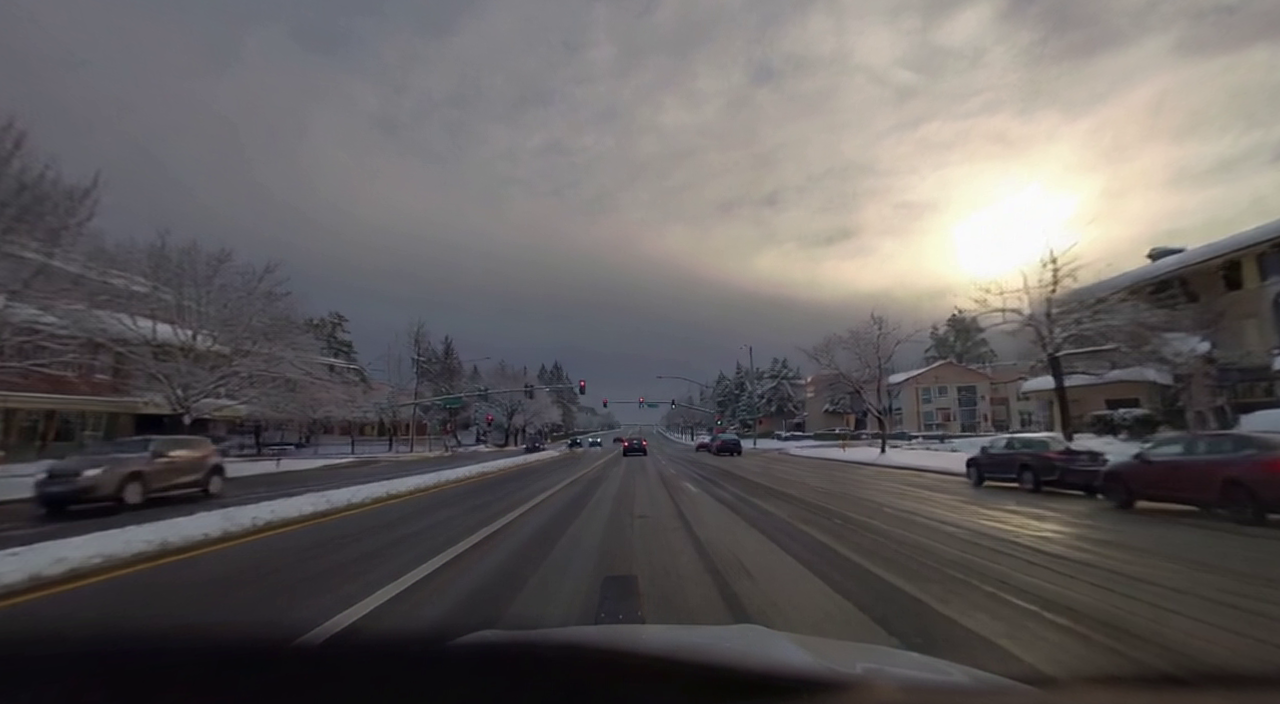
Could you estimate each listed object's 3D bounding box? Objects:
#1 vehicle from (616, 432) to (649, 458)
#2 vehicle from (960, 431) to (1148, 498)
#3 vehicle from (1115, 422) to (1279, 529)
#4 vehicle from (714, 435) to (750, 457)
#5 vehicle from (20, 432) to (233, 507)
[{"bbox_3d":[-0.462,6.078,41.330,2.032,1.593,3.896,0,-8,0],"label":"vehicle"},{"bbox_3d":[10.352,2.836,16.303,1.948,1.489,4.276,0,-8,0],"label":"vehicle"},{"bbox_3d":[10.552,2.020,10.573,1.905,1.597,4.040,0,-8,-2],"label":"vehicle"},{"bbox_3d":[6.324,6.539,43.982,1.768,1.417,4.213,0,-8,-2],"label":"vehicle"},{"bbox_3d":[-13.214,3.027,16.749,2.046,1.682,4.518,0,-8,-4],"label":"vehicle"}]
